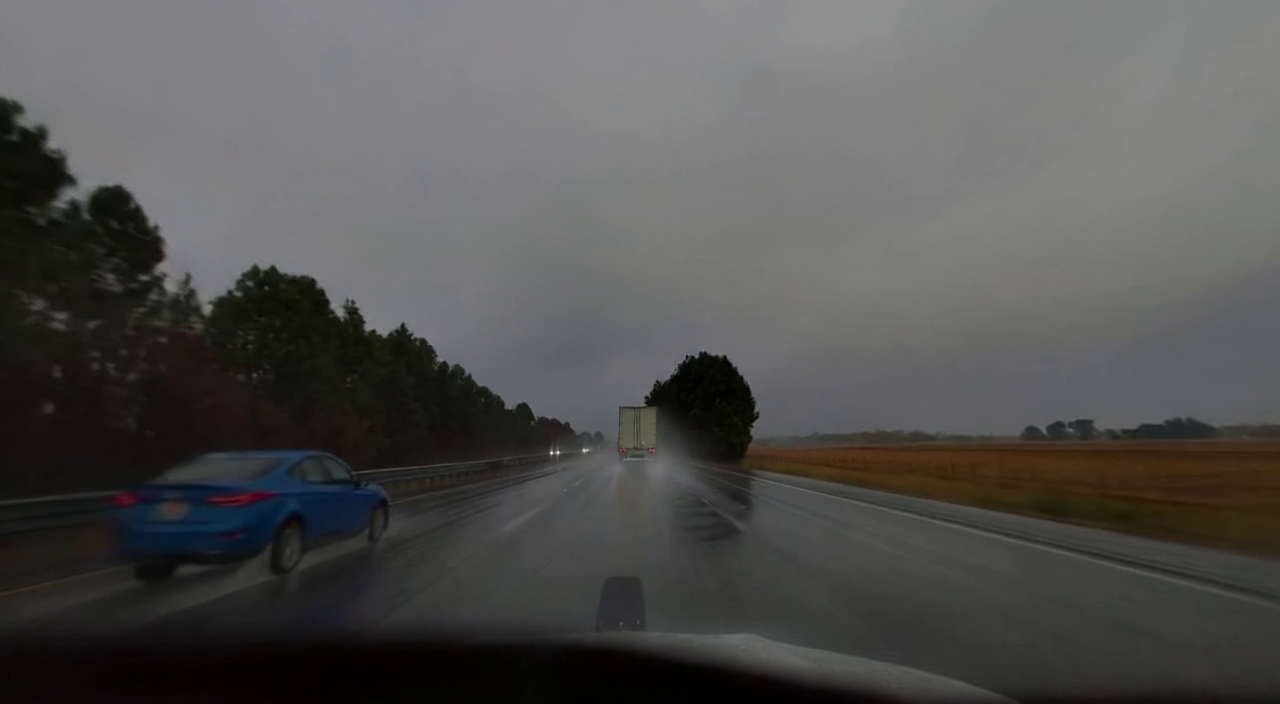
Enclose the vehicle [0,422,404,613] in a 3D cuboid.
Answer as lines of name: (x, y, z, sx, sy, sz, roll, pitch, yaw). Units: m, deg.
vehicle: (-4.320, 1.615, 6.948, 1.937, 1.493, 3.779, 0, -9, 0)
